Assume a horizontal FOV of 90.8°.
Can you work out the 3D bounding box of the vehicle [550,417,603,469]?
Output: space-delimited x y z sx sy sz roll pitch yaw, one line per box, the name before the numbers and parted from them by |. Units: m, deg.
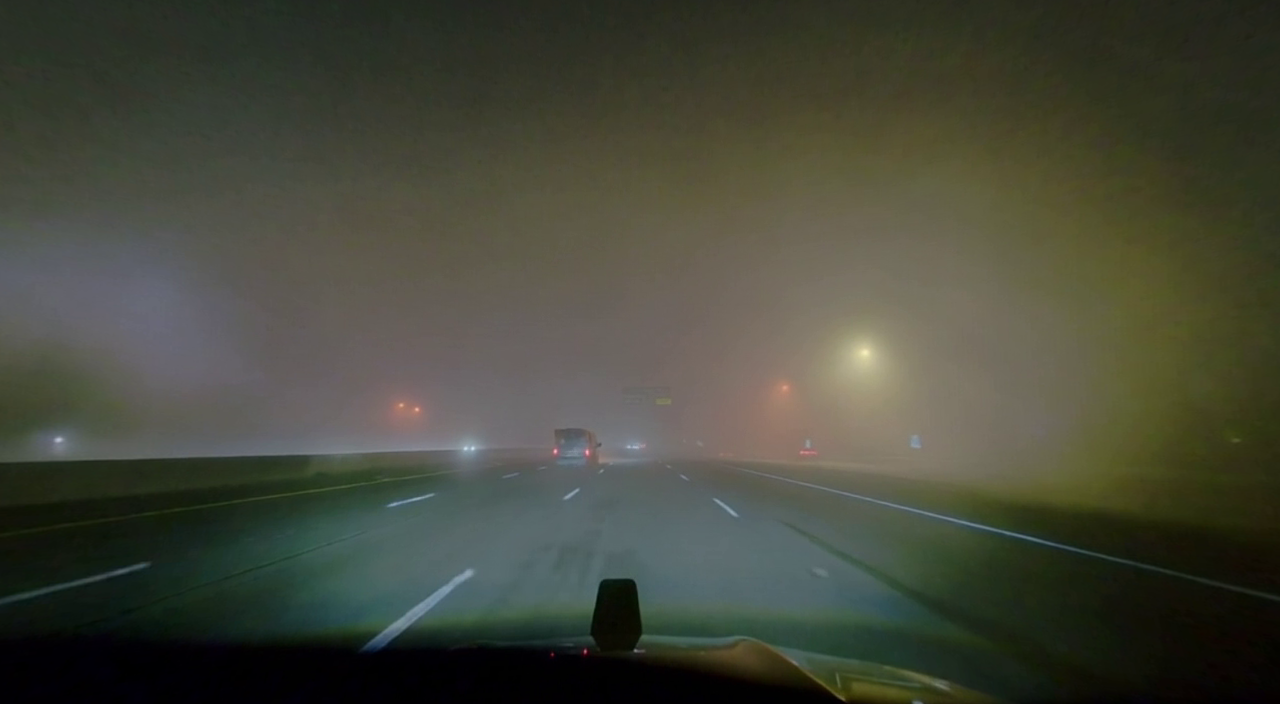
vehicle | -3.863 5.790 40.047 2.881 2.937 7.045 0 -9 -2
